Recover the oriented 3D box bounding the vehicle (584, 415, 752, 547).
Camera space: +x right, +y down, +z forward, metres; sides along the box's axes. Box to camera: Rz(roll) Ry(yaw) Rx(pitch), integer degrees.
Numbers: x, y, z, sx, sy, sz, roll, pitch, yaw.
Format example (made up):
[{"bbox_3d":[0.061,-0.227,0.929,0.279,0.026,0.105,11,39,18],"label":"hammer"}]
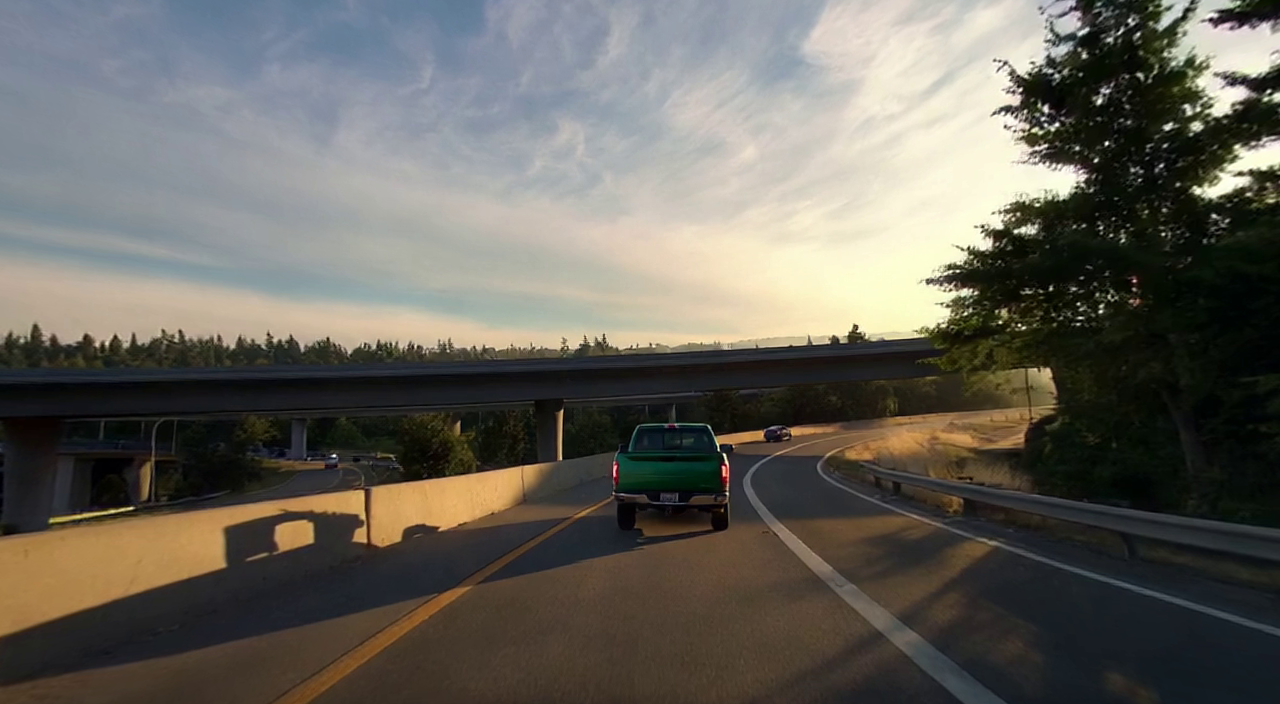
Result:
[{"bbox_3d":[0.533,2.042,10.642,2.235,1.716,4.435,-1,-9,4],"label":"vehicle"}]
